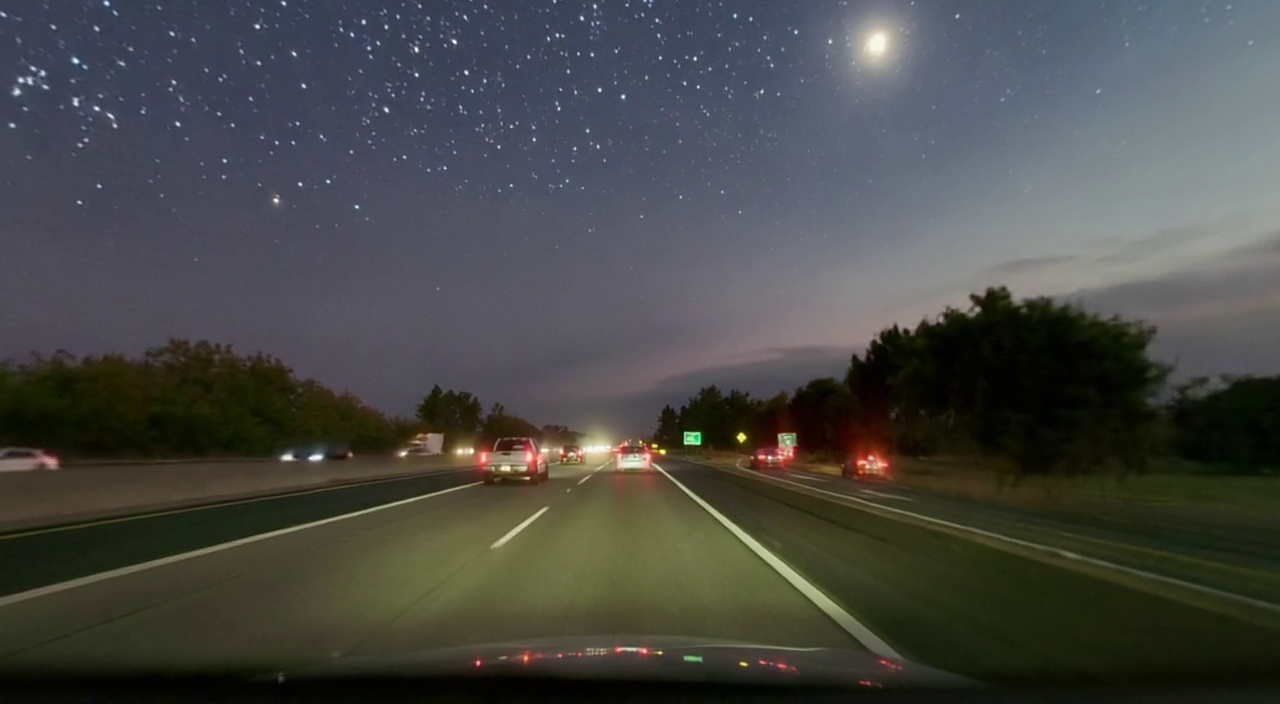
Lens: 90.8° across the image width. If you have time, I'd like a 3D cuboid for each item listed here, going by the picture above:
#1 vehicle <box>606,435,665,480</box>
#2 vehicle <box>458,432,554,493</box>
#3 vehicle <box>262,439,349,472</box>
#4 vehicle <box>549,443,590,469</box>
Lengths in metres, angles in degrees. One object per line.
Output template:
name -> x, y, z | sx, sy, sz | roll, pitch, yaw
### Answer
vehicle -> -0.189, 4.549, 27.515 | 2.378, 1.750, 4.355 | 0, -8, 0
vehicle -> -4.086, 3.460, 20.124 | 2.044, 1.717, 4.421 | 0, -8, 0
vehicle -> -17.216, 5.346, 32.857 | 2.011, 1.588, 4.596 | 0, -8, 0
vehicle -> -4.407, 6.559, 40.009 | 2.084, 1.528, 4.094 | 0, -8, 0
